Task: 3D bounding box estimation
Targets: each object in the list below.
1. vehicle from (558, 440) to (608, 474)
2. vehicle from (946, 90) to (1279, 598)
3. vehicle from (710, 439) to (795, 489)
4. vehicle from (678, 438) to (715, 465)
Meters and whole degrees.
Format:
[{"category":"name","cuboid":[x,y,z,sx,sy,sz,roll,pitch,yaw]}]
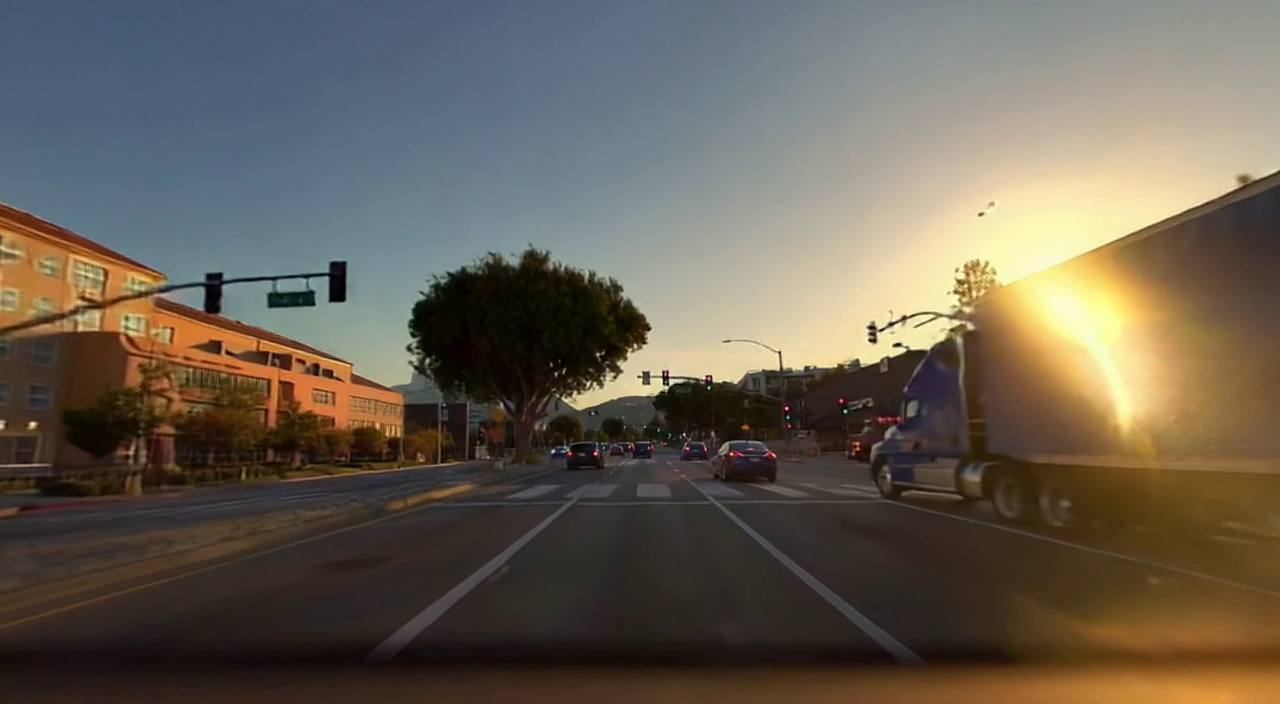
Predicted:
[{"category":"vehicle","cuboid":[-2.712,5.104,30.911,2.003,1.509,4.396,0,-8,1]},{"category":"vehicle","cuboid":[7.096,-0.518,2.336,3.383,4.268,17.469,0,-8,1]},{"category":"vehicle","cuboid":[3.573,3.630,20.747,1.972,1.452,4.189,0,-8,-1]},{"category":"vehicle","cuboid":[3.735,6.628,42.042,2.050,1.683,3.990,0,-8,0]}]
